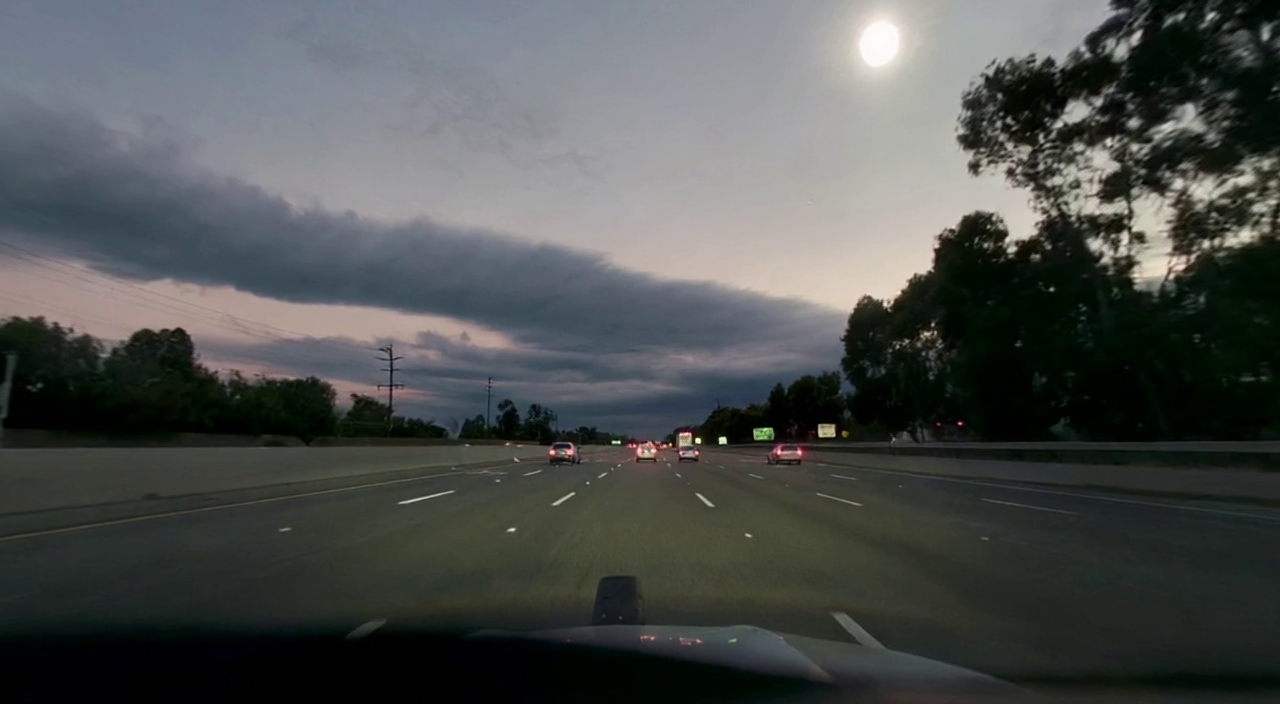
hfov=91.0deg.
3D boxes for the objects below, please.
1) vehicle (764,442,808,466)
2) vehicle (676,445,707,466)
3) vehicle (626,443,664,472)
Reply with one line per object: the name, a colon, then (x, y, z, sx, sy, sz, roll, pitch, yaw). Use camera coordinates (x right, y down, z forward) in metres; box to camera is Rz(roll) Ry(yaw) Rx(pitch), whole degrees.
vehicle: (11.086, 7.779, 48.098, 2.214, 1.761, 4.663, 0, -9, 0)
vehicle: (3.923, 7.944, 48.444, 2.076, 1.506, 4.050, 0, -9, 1)
vehicle: (0.312, 6.063, 36.322, 2.066, 1.562, 4.198, 0, -9, 1)
